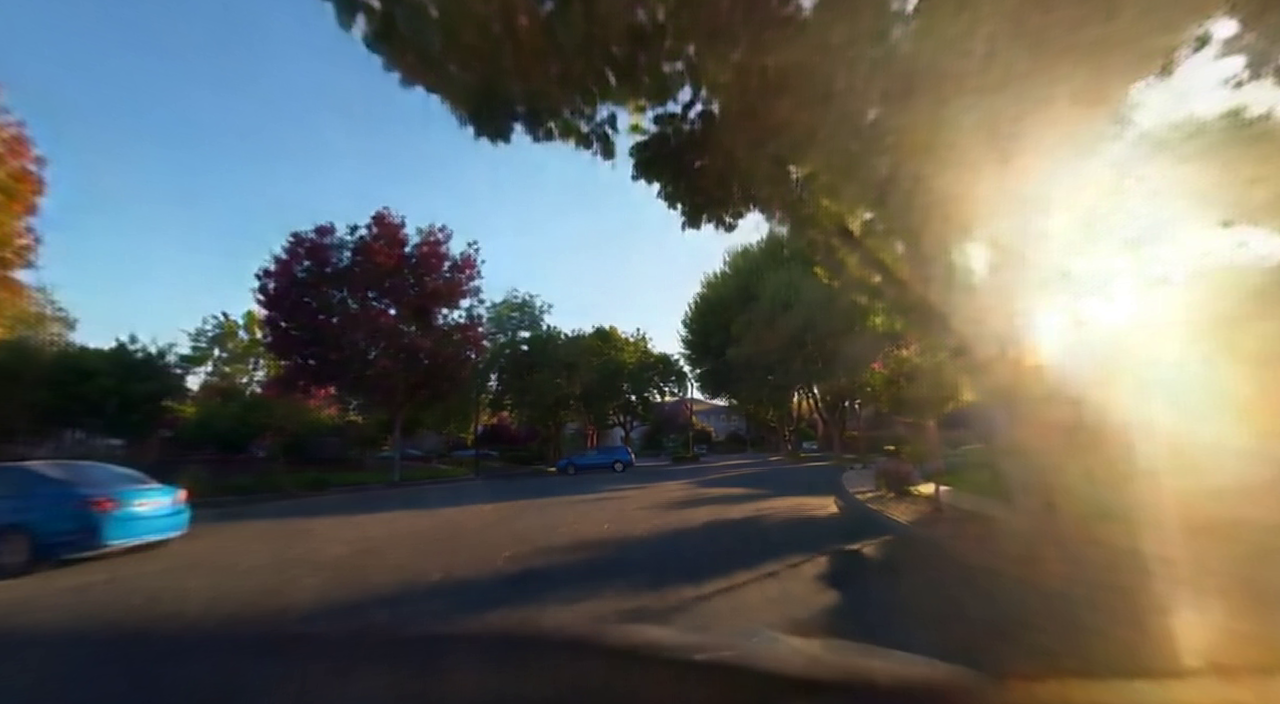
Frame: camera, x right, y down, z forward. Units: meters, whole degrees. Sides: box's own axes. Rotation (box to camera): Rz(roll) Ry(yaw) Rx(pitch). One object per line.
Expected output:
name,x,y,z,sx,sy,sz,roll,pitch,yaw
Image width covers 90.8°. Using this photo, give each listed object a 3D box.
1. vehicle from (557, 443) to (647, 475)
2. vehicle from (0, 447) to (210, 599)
vehicle,-2.089,5.956,35.286,4.692,1.660,1.879,-2,-9,13
vehicle,-8.004,1.852,7.328,4.653,1.480,1.871,0,-9,2
